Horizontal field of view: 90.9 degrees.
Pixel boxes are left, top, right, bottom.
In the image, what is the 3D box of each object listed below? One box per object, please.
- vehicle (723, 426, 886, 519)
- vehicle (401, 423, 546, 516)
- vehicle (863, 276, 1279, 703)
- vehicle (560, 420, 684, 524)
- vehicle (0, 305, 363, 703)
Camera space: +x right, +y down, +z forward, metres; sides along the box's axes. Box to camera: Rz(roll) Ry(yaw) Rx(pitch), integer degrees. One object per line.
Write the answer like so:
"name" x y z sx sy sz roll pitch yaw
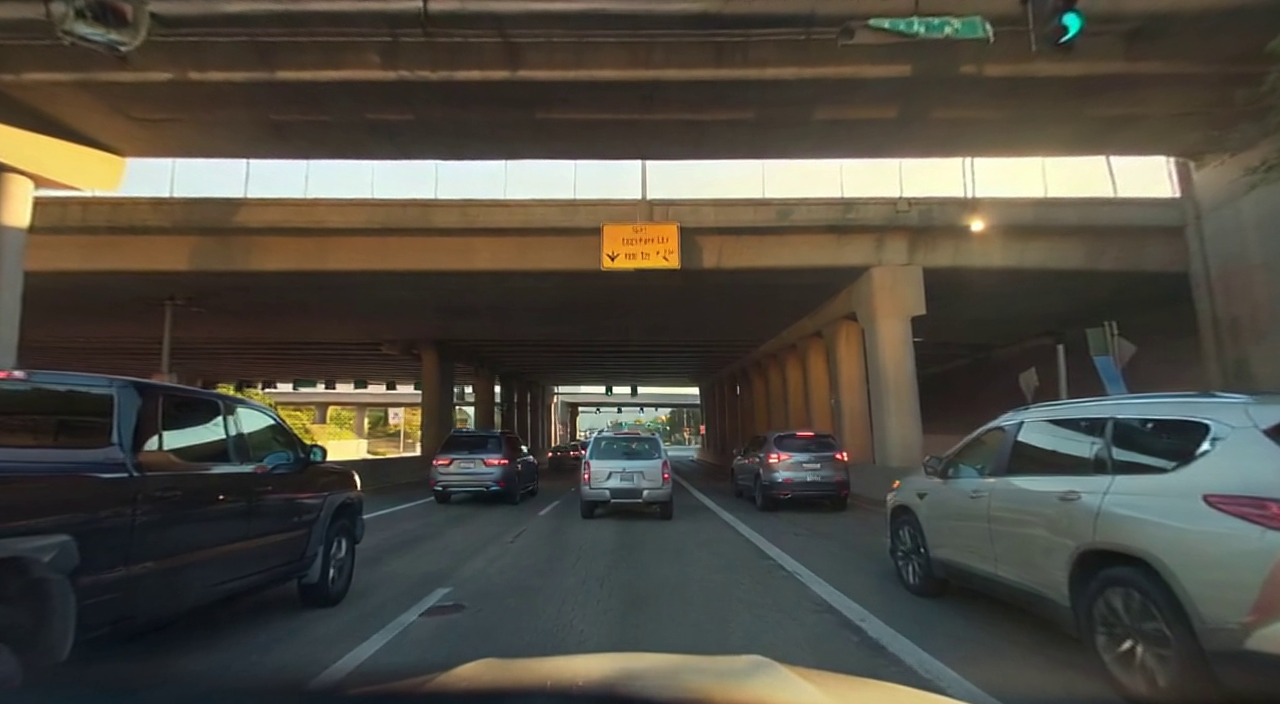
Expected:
"vehicle" 3.436 2.657 14.557 2.234 1.720 5.378 0 -9 -1
"vehicle" -3.437 2.521 13.963 2.127 1.720 4.064 0 -9 -1
"vehicle" 3.692 1.017 4.543 2.401 1.968 4.841 0 -9 1
"vehicle" -0.352 2.332 12.686 2.097 1.748 3.794 0 -9 -1
"vehicle" -3.432 0.840 3.025 2.074 1.814 4.596 0 -9 0
